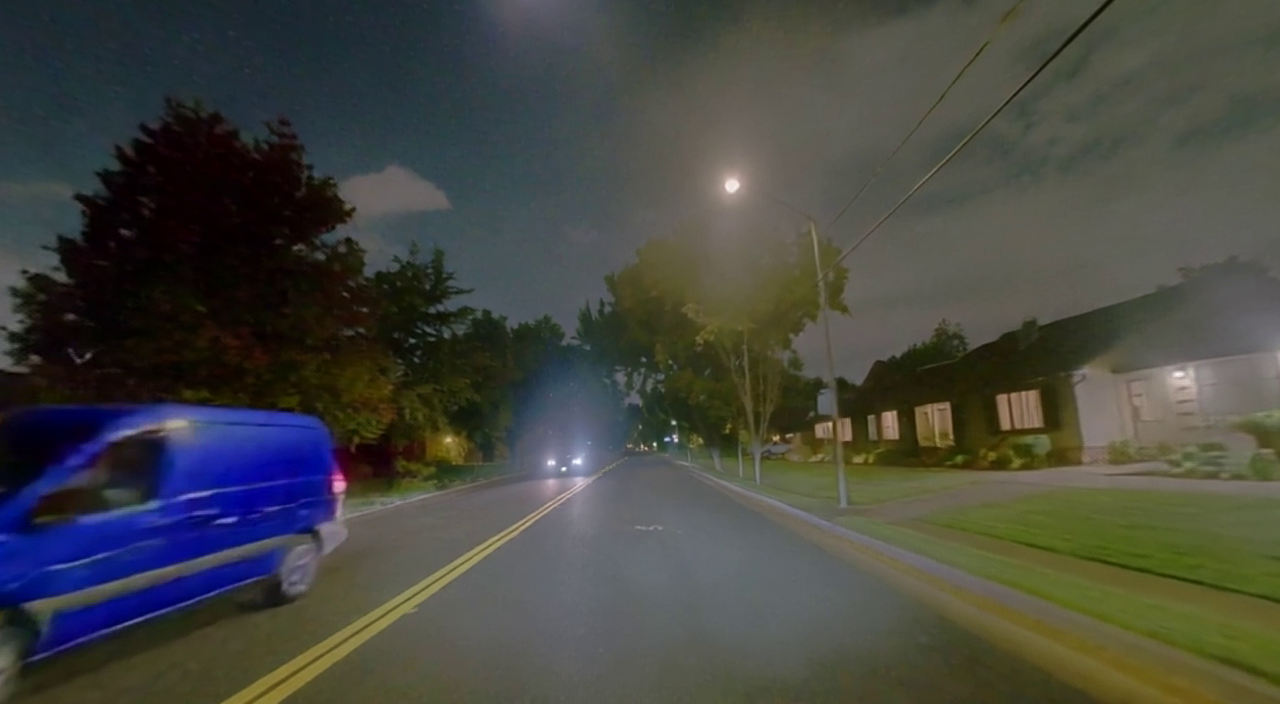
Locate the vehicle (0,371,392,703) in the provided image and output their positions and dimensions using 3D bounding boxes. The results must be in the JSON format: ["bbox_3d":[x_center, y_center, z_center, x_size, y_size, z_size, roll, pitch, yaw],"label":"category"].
[{"bbox_3d":[-4.225,1.283,4.858,2.303,1.813,5.660,0,-9,0],"label":"vehicle"}]

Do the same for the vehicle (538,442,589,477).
[{"bbox_3d":[-4.135,5.899,35.014,2.161,1.798,4.627,0,-9,1],"label":"vehicle"}]
